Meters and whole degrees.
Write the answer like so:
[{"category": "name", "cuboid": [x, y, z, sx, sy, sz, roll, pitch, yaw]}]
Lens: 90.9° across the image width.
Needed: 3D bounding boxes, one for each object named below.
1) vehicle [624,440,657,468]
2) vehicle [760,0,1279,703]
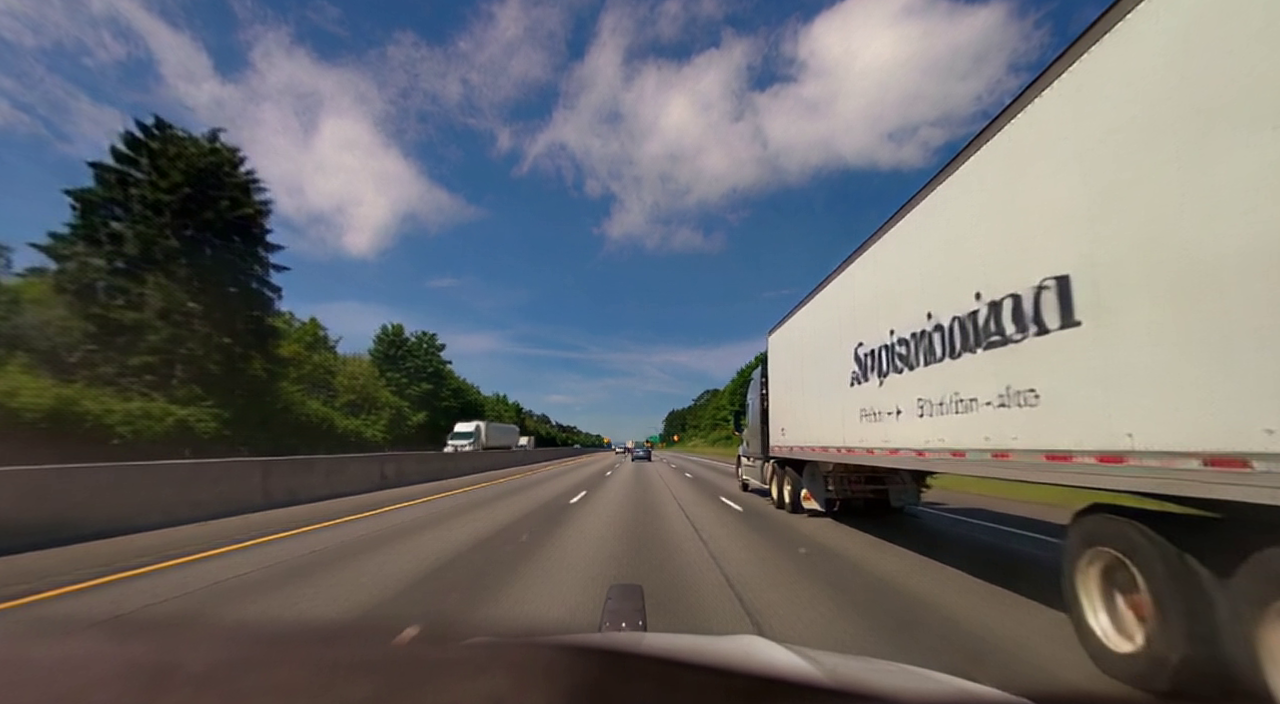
[{"category": "vehicle", "cuboid": [0.039, 6.613, 40.799, 2.067, 1.690, 3.901, 0, -9, 0]}, {"category": "vehicle", "cuboid": [4.416, 0.454, 7.949, 3.011, 4.028, 13.890, 0, -9, 0]}]
